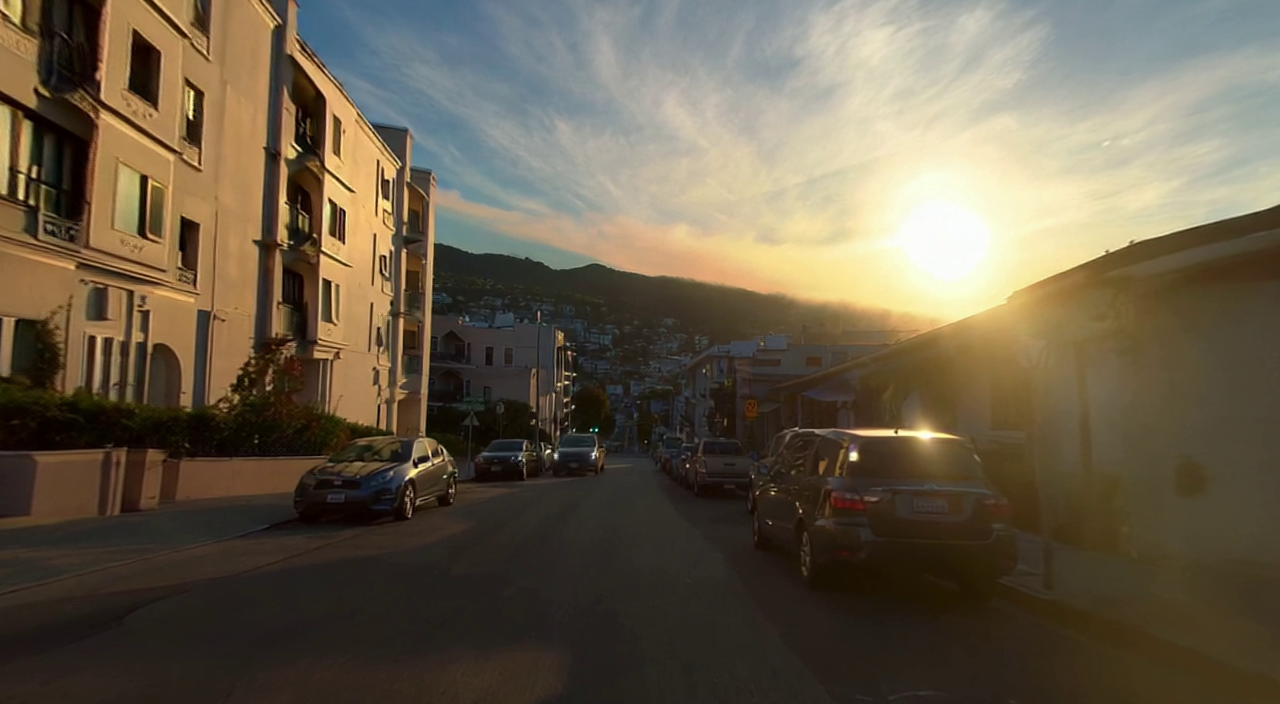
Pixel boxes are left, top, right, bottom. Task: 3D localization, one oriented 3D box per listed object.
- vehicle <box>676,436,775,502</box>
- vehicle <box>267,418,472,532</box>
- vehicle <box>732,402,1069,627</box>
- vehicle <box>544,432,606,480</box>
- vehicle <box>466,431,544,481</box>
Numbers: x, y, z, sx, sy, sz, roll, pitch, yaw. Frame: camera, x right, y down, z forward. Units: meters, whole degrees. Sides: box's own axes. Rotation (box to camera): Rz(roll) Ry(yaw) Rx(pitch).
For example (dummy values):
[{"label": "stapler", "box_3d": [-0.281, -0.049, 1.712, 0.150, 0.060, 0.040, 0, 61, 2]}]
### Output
[{"label": "vehicle", "box_3d": [2.002, 2.866, 16.030, 1.786, 1.447, 4.314, 0, -8, -2]}, {"label": "vehicle", "box_3d": [-4.548, 2.168, 11.479, 1.883, 1.499, 4.426, 6, -10, -3]}, {"label": "vehicle", "box_3d": [2.255, 1.486, 6.766, 1.839, 1.678, 3.918, 0, -8, -2]}, {"label": "vehicle", "box_3d": [-2.183, 3.582, 21.996, 1.845, 1.544, 3.388, 0, -8, 0]}, {"label": "vehicle", "box_3d": [-4.834, 3.803, 23.158, 1.942, 1.521, 3.761, 5, -9, 0]}]
